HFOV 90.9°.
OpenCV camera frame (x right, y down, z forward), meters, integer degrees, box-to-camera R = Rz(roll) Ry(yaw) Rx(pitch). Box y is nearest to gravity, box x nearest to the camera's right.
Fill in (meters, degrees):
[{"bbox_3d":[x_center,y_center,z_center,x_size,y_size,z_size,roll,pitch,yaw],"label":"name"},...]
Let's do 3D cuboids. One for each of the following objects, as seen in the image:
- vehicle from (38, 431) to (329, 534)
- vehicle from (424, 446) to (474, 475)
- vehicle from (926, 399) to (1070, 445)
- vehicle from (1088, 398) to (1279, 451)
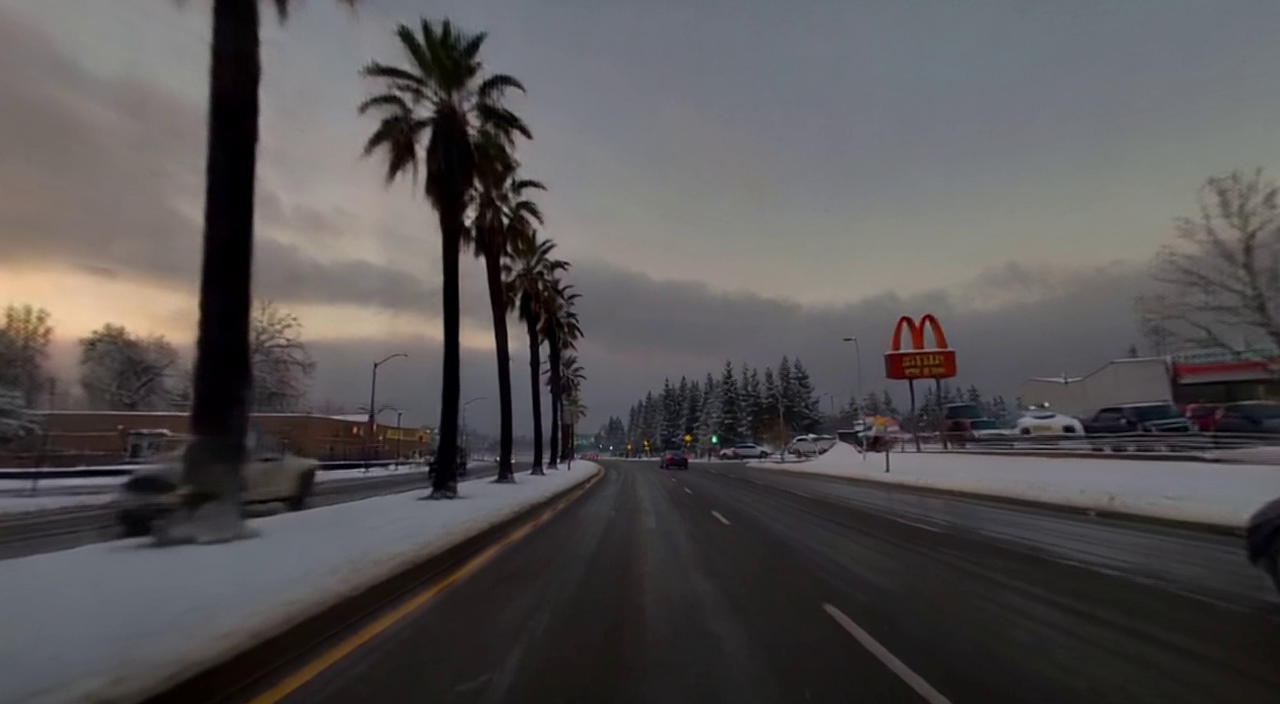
[{"bbox_3d":[-9.128,2.626,13.453,2.361,1.733,5.099,0,-8,0],"label":"vehicle"},{"bbox_3d":[-13.532,7.697,44.998,2.210,1.889,4.934,0,-8,-2],"label":"vehicle"},{"bbox_3d":[17.995,3.567,31.939,5.817,1.906,2.230,-1,-12,-1],"label":"vehicle"},{"bbox_3d":[18.094,2.437,20.893,4.649,1.662,2.349,0,-8,0],"label":"vehicle"}]
